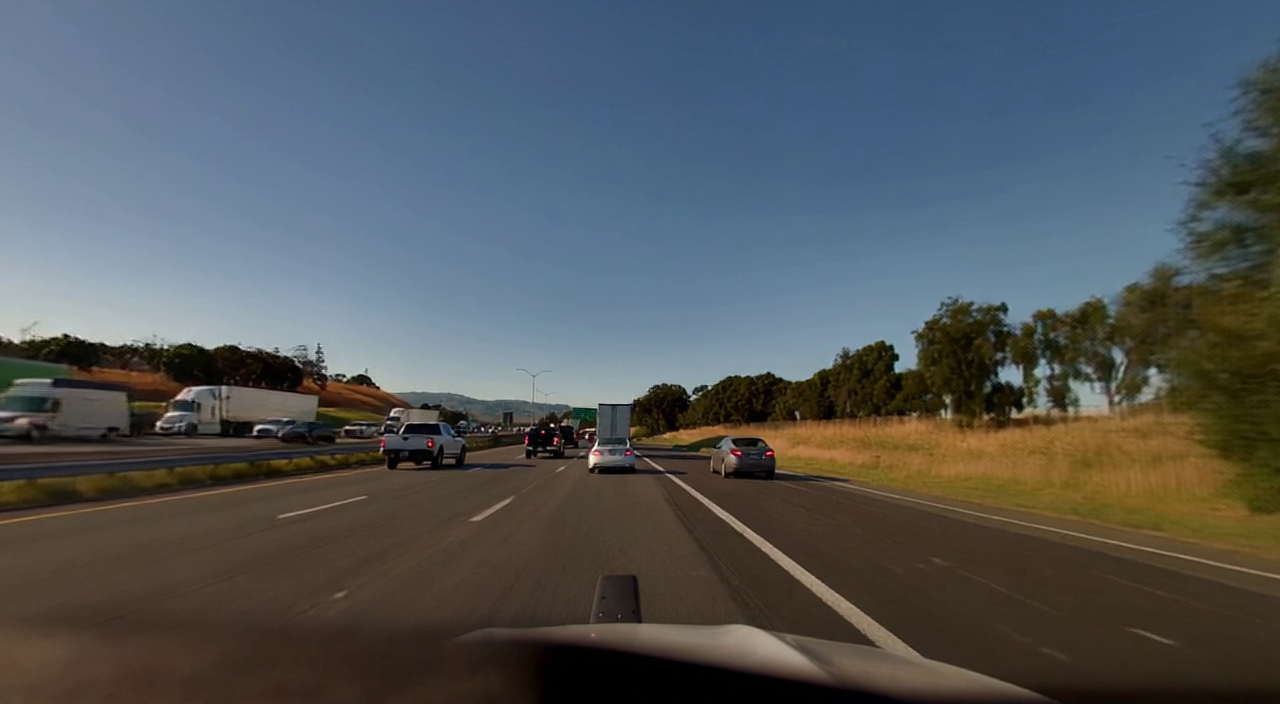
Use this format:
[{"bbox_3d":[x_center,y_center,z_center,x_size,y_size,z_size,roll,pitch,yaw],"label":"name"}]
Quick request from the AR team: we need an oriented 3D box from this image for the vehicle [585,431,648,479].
[{"bbox_3d":[-0.796,3.451,21.478,1.980,1.478,3.758,0,-8,-2],"label":"vehicle"}]

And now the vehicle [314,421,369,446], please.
[{"bbox_3d":[-20.395,5.594,43.100,1.831,1.575,4.218,0,-8,-3],"label":"vehicle"}]

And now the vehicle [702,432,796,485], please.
[{"bbox_3d":[3.337,3.328,20.127,1.981,1.474,4.396,0,-8,-3],"label":"vehicle"}]

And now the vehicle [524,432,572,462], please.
[{"bbox_3d":[-4.832,5.051,33.596,2.046,1.493,4.384,0,-8,-2],"label":"vehicle"}]

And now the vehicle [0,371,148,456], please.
[{"bbox_3d":[-19.342,2.083,20.508,2.297,2.410,5.389,0,-8,-2],"label":"vehicle"}]

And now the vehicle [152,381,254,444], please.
[{"bbox_3d":[-28.722,4.099,41.645,2.908,3.868,5.411,0,-8,-3],"label":"vehicle"}]

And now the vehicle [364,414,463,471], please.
[{"bbox_3d":[-8.530,3.455,24.212,2.158,1.943,4.662,0,-8,-1],"label":"vehicle"}]

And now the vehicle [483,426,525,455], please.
[{"bbox_3d":[-9.266,6.072,43.125,1.992,1.838,4.493,0,-8,-2],"label":"vehicle"}]

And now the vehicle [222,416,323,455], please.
[{"bbox_3d":[-15.707,3.610,27.171,1.977,1.542,4.157,0,-8,-3],"label":"vehicle"}]
